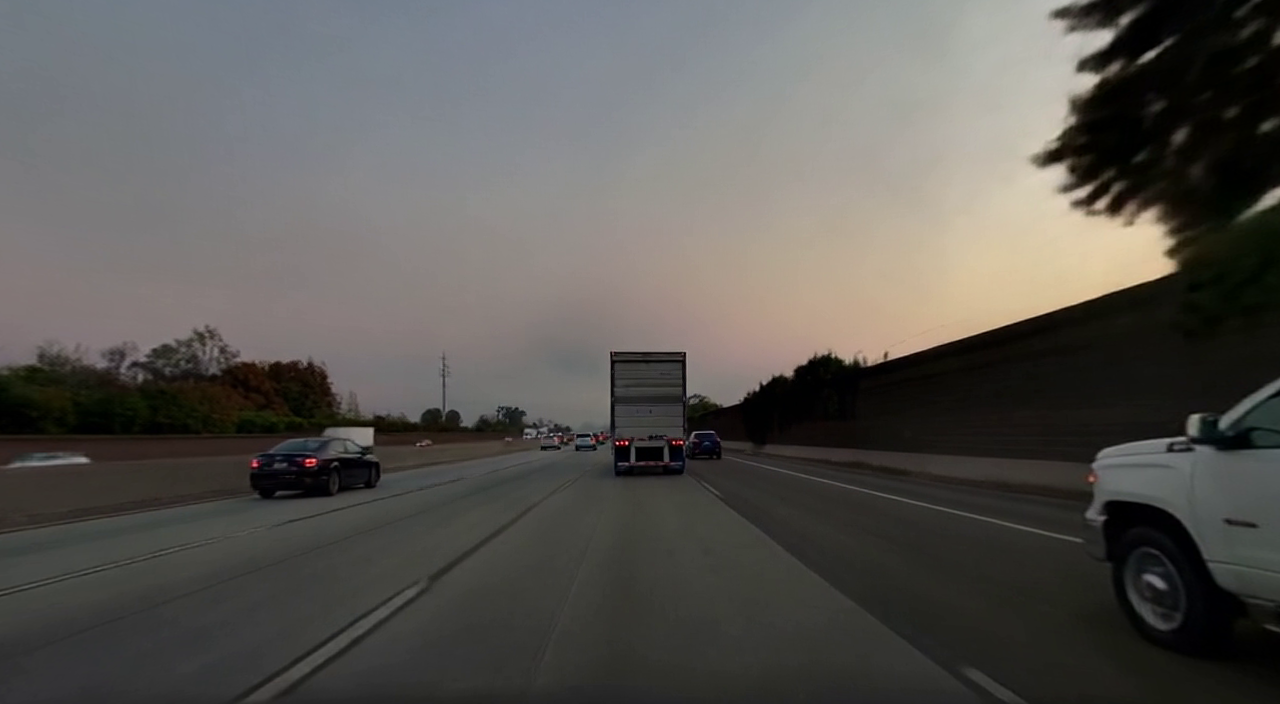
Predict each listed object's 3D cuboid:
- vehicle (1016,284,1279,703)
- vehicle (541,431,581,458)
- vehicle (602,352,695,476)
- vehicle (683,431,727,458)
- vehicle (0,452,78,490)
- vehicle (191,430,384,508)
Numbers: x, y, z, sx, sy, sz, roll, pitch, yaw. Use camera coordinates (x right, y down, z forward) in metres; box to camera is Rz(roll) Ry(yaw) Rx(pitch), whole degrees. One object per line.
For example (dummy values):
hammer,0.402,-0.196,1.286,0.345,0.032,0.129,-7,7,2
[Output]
vehicle,3.647,0.539,1.723,2.118,1.832,4.901,0,-8,-1
vehicle,-5.091,5.991,41.042,2.134,1.650,4.133,0,-8,-1
vehicle,0.038,2.642,25.114,2.904,3.915,10.473,0,-8,-3
vehicle,3.913,5.672,38.745,2.044,1.508,4.716,0,-8,-2
vehicle,-31.285,5.953,31.727,1.833,1.703,4.317,0,-8,-1
vehicle,-7.656,2.538,14.213,2.059,1.500,4.001,0,-8,-1
